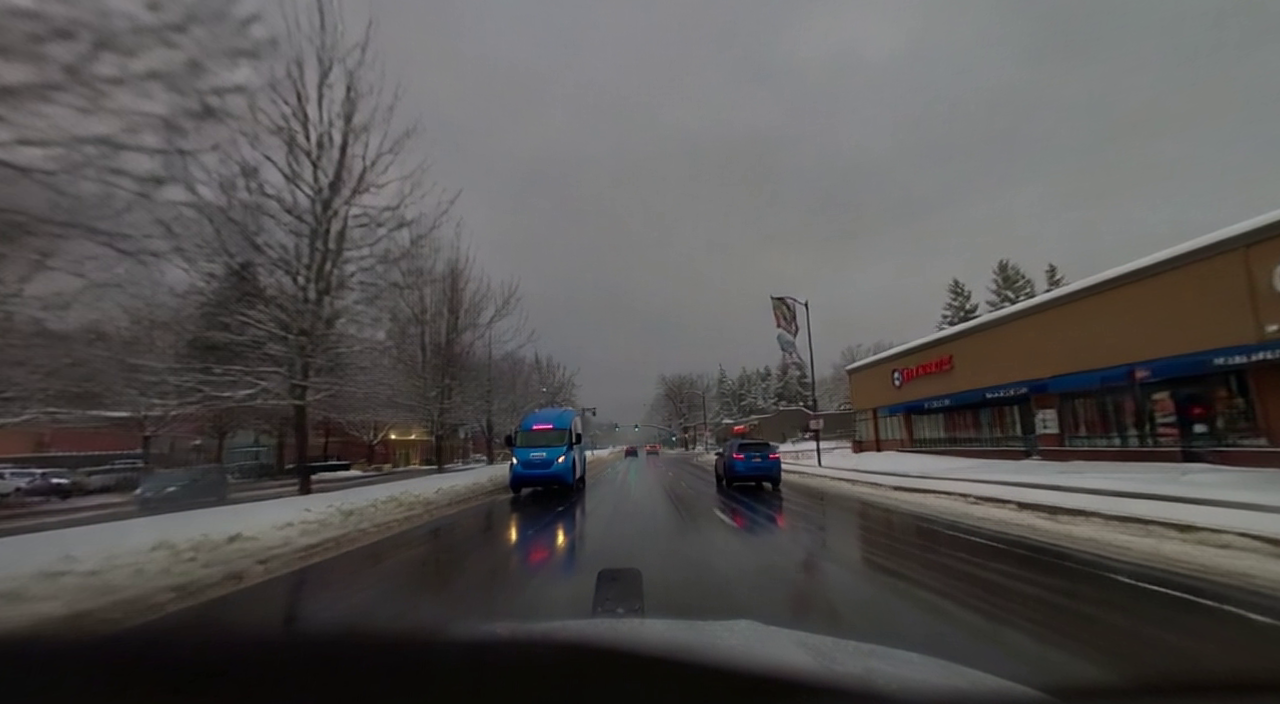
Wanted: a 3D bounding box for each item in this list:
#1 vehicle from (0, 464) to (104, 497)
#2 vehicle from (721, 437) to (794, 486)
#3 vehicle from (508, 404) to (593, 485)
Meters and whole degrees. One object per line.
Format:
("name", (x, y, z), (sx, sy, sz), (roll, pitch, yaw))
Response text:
("vehicle", (-31.404, 6.793, 33.454), (4.225, 1.449, 1.819), (1, -9, -28))
("vehicle", (4.294, 4.066, 23.755), (1.869, 1.646, 4.166), (0, -9, -1))
("vehicle", (-3.338, 3.672, 25.009), (2.443, 2.784, 5.862), (0, -9, 1))
